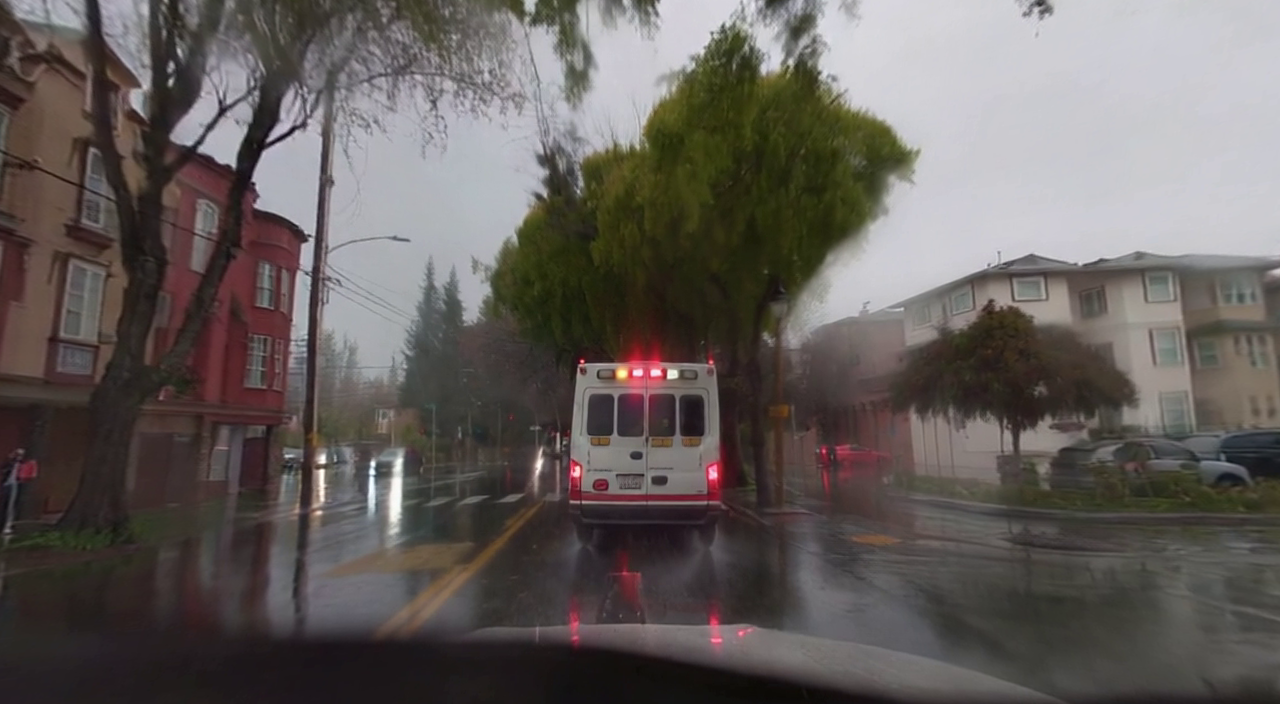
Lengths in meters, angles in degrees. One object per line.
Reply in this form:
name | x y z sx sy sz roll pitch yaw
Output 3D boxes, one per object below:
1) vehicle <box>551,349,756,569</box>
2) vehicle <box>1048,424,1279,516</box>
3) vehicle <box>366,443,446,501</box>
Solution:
vehicle | 0.158 1.681 10.440 2.444 2.640 5.482 0 -8 0
vehicle | 13.237 2.766 15.061 5.270 1.966 2.329 -2 -9 11
vehicle | -8.385 4.132 22.351 2.290 1.776 4.947 3 -9 -23
